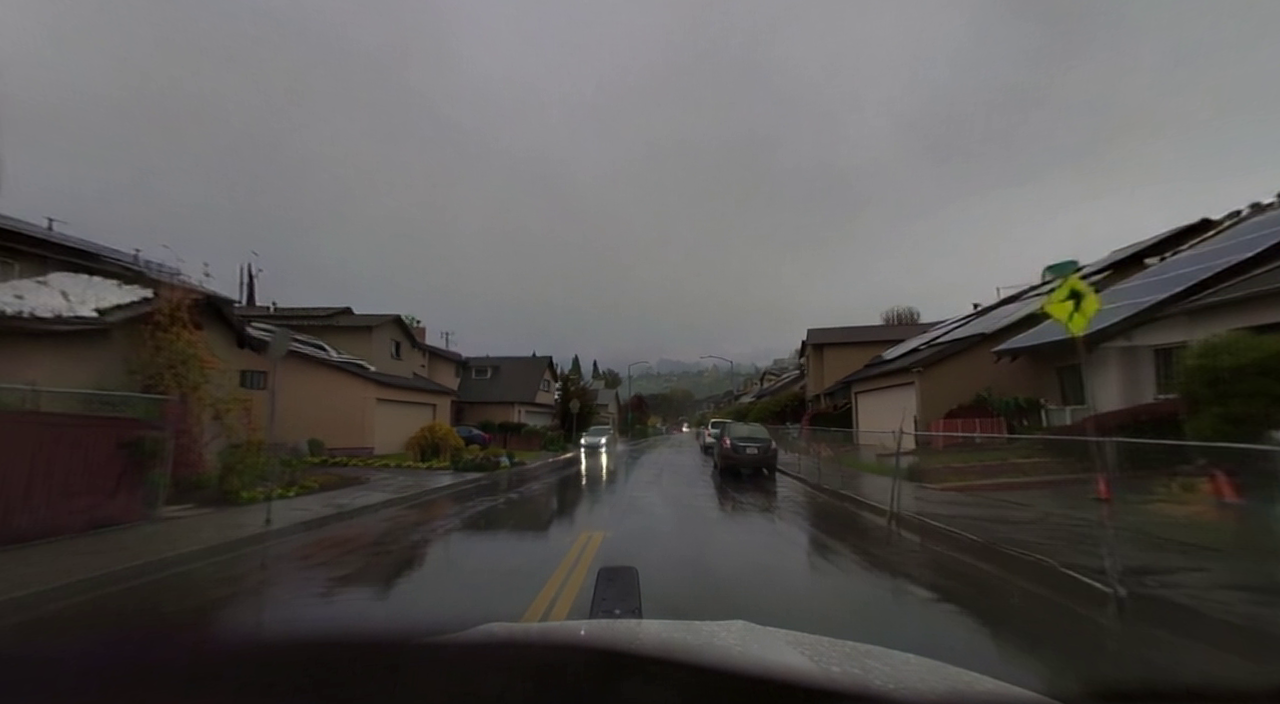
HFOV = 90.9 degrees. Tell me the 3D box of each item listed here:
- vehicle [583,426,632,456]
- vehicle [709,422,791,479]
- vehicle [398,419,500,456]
[{"bbox_3d":[-1.673,4.726,33.601,1.972,1.499,4.191,-1,-8,6],"label":"vehicle"},{"bbox_3d":[3.113,2.858,18.590,1.998,1.494,3.927,-1,-8,4],"label":"vehicle"},{"bbox_3d":[-9.273,4.172,30.847,4.205,1.745,2.121,-1,-8,6],"label":"vehicle"}]
